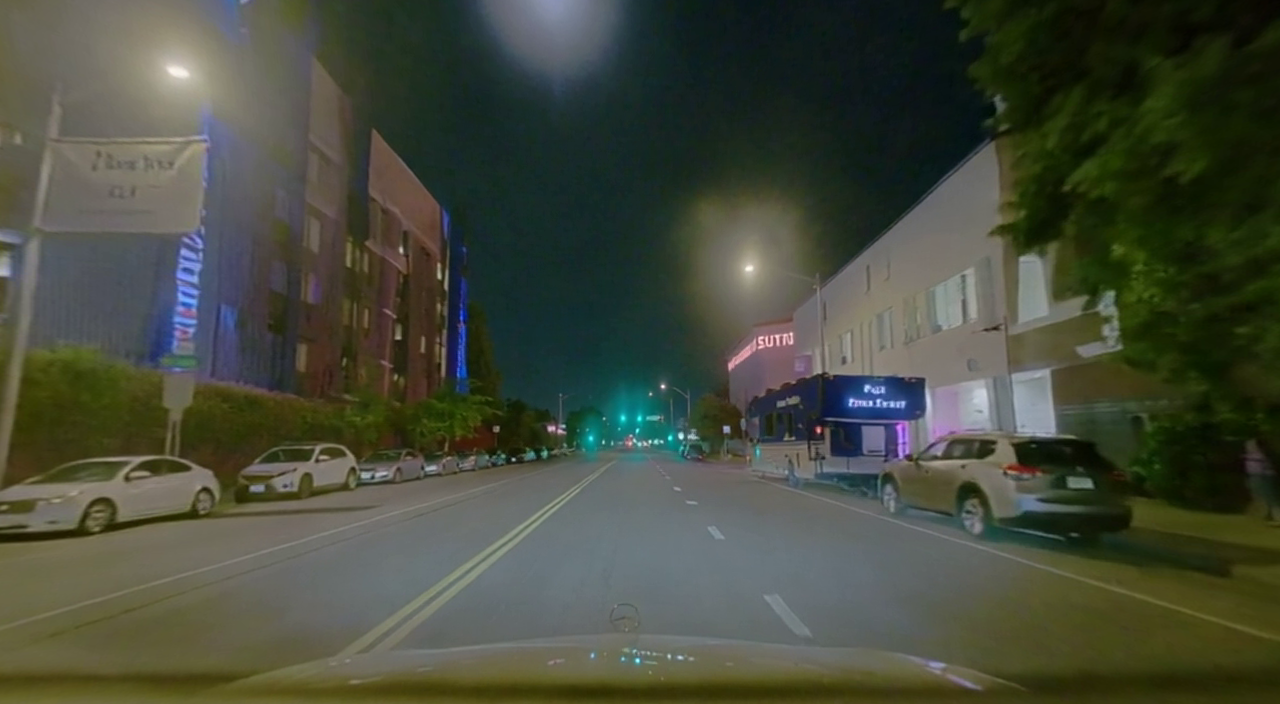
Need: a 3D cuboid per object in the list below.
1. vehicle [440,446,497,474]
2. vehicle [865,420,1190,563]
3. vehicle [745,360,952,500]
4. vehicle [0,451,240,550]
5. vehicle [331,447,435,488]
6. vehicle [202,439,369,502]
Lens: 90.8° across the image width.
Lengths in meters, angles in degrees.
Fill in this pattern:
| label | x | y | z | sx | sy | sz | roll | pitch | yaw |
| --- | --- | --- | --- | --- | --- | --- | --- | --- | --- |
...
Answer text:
| label | x | y | z | sx | sy | sz | roll | pitch | yaw |
| --- | --- | --- | --- | --- | --- | --- | --- | --- | --- |
| vehicle | -10.084 | 6.349 | 37.538 | 1.918 | 1.535 | 4.834 | 0 | -8 | 1 |
| vehicle | 5.932 | 2.174 | 10.826 | 2.154 | 1.804 | 5.341 | 0 | -8 | 0 |
| vehicle | 6.012 | 2.638 | 20.694 | 3.102 | 3.473 | 9.734 | 0 | -8 | -2 |
| vehicle | -9.994 | 2.638 | 12.009 | 1.802 | 1.439 | 4.546 | 0 | -8 | 0 |
| vehicle | -10.043 | 4.522 | 25.169 | 2.078 | 1.427 | 4.900 | 0 | -8 | 0 |
| vehicle | -10.040 | 3.357 | 18.416 | 2.276 | 1.597 | 4.421 | 0 | -8 | 0 |
